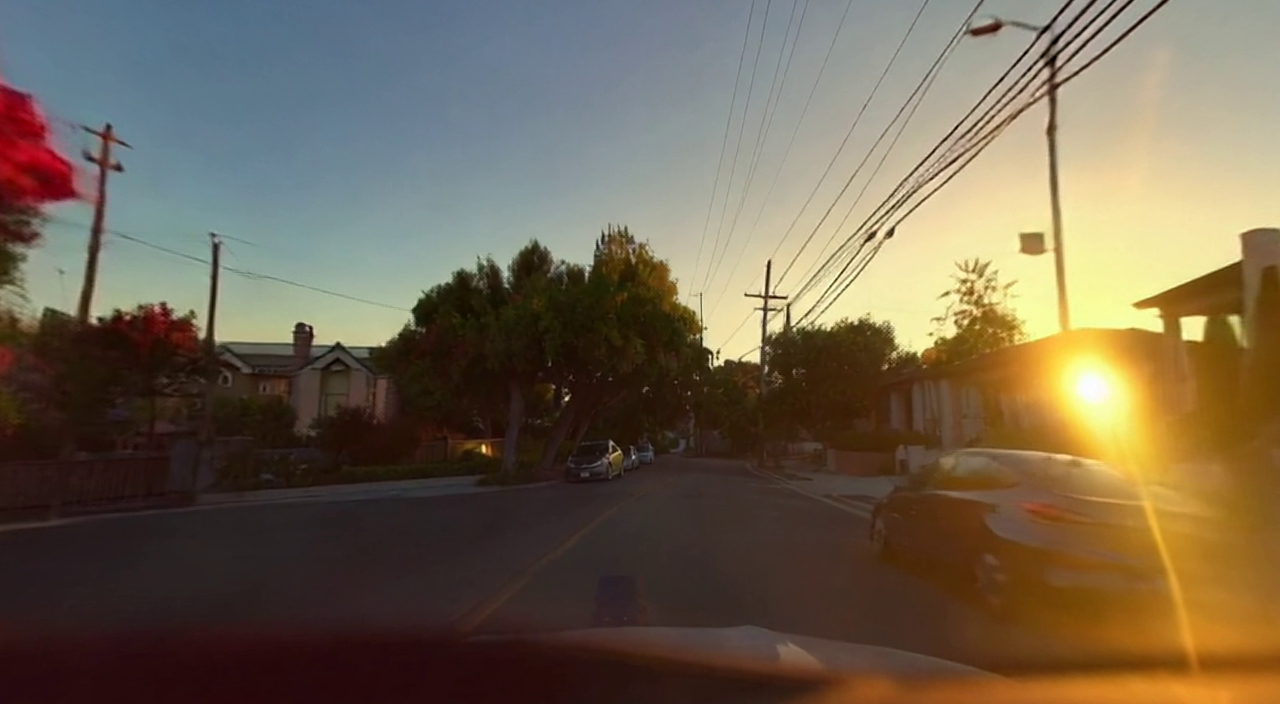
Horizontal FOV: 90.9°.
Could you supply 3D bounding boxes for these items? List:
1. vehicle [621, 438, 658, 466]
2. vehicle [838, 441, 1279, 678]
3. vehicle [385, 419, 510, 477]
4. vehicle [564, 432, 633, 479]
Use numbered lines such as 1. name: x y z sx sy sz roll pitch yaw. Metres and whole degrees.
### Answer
1. vehicle: 0.057 7.214 45.576 2.139 1.882 4.635 -1 -8 7
2. vehicle: 3.850 1.683 6.560 2.151 1.468 5.066 0 -8 3
3. vehicle: -9.759 4.910 32.482 5.828 2.818 2.231 2 -8 -13
4. vehicle: -1.766 4.749 29.268 2.463 1.951 5.794 -1 -8 3
